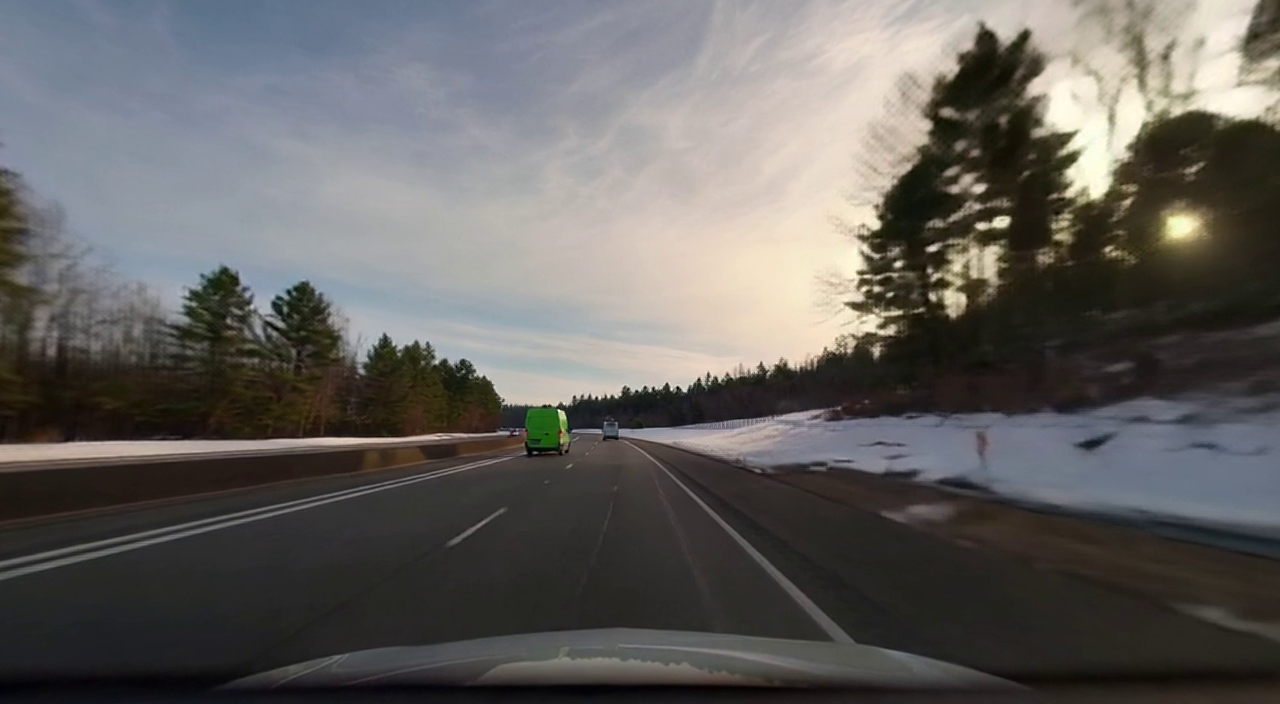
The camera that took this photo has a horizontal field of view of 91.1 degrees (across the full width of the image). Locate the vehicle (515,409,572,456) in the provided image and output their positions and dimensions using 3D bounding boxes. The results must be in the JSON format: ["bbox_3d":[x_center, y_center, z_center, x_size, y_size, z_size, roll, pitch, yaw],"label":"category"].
[{"bbox_3d":[-5.484,4.715,36.662,2.561,2.509,5.465,0,-8,-1],"label":"vehicle"}]
